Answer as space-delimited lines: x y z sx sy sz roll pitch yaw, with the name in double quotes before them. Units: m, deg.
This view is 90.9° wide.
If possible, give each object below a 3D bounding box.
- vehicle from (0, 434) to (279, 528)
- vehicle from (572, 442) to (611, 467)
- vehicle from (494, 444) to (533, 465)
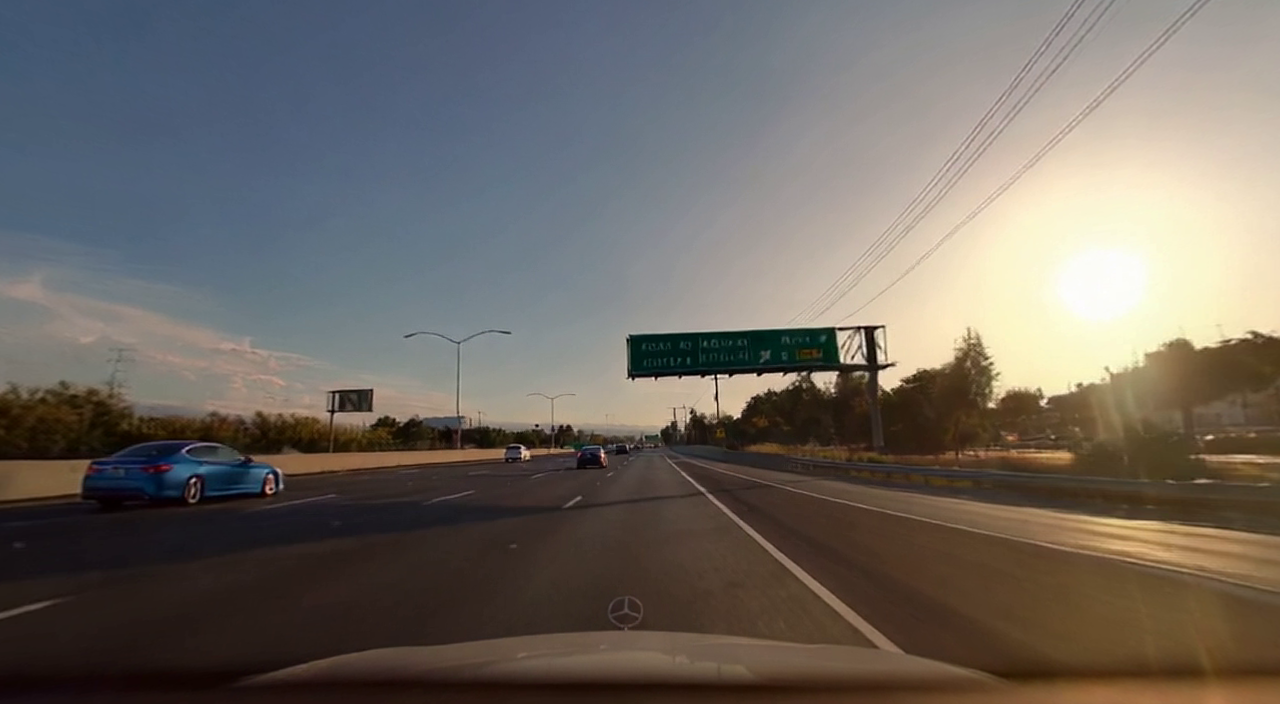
"vehicle" -9.837 2.484 12.832 2.002 1.526 4.822 0 -8 2
"vehicle" -2.944 6.364 39.330 2.050 1.479 4.342 0 -8 1
"vehicle" -9.358 7.573 46.945 1.930 1.490 3.955 0 -8 2
